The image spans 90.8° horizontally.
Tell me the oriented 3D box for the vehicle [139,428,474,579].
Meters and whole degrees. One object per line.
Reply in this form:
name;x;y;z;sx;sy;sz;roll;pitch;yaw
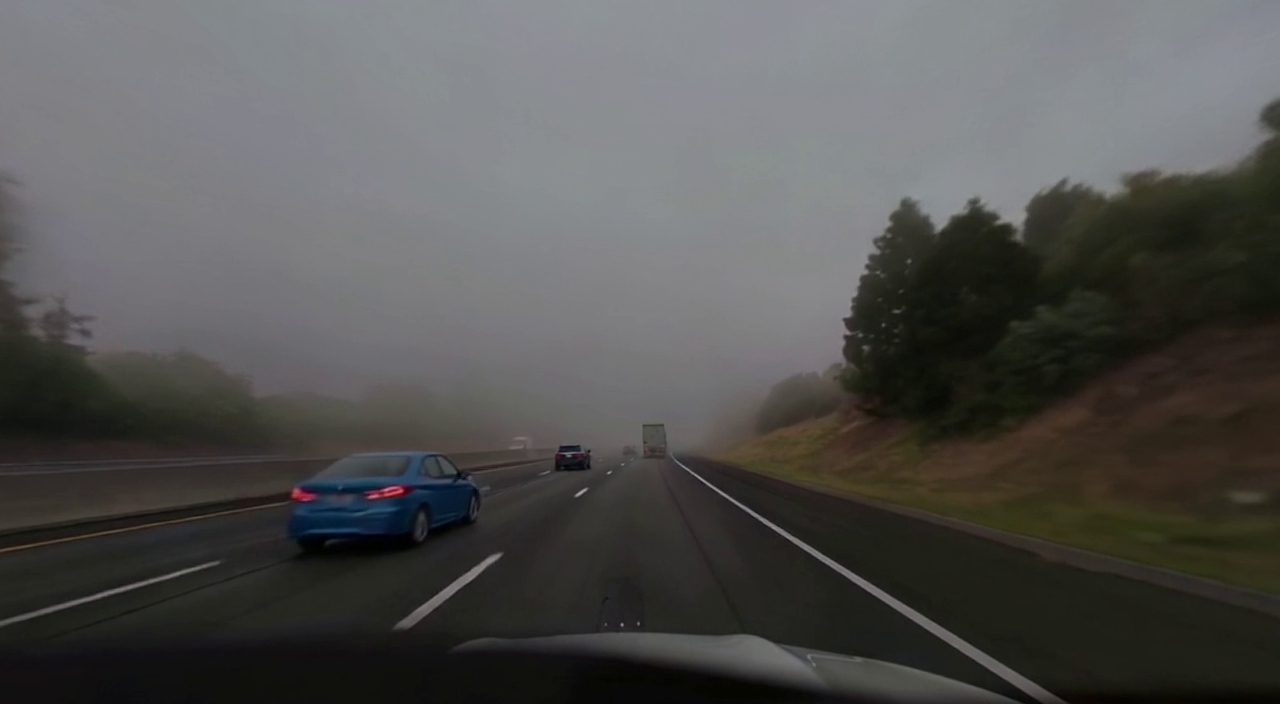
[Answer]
vehicle;-3.892;1.844;8.488;2.078;1.469;4.371;0;-9;1

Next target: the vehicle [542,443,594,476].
vehicle;-3.429;5.220;30.809;1.943;1.460;3.961;0;-9;2
